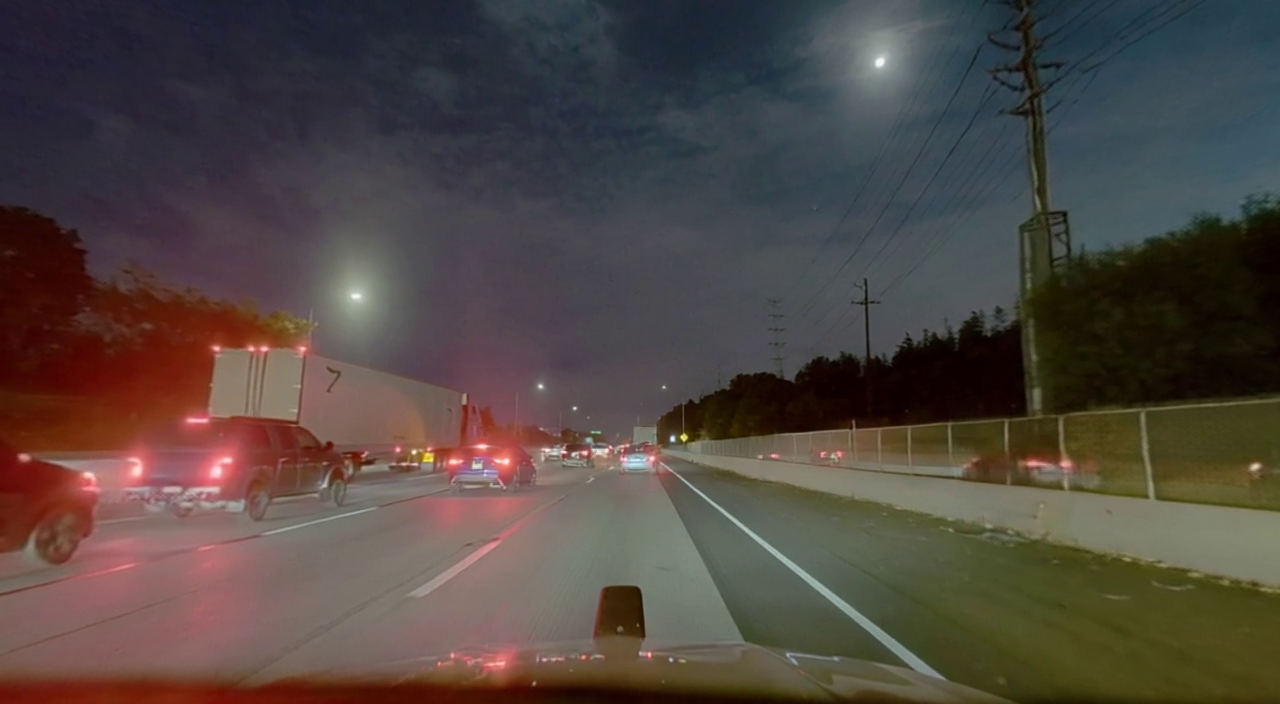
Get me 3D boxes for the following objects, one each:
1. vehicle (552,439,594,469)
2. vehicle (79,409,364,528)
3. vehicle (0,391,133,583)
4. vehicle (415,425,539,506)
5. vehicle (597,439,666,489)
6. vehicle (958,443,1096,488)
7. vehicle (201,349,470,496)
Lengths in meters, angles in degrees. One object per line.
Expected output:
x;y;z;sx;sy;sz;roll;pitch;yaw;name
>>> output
-4.024;6.201;38.623;1.976;1.705;4.176;0;-9;1;vehicle
-7.585;2.185;12.349;2.054;1.825;5.072;0;-9;0;vehicle
-6.939;1.137;5.082;2.027;1.762;4.386;0;-9;0;vehicle
-3.819;2.750;15.664;1.923;1.716;4.289;0;-9;0;vehicle
-0.274;3.679;21.033;2.089;1.477;3.818;0;-9;-1;vehicle
14.088;4.126;23.424;2.027;1.478;4.849;0;-9;-1;vehicle
-10.631;3.152;25.788;2.892;4.073;16.528;0;-9;0;vehicle
